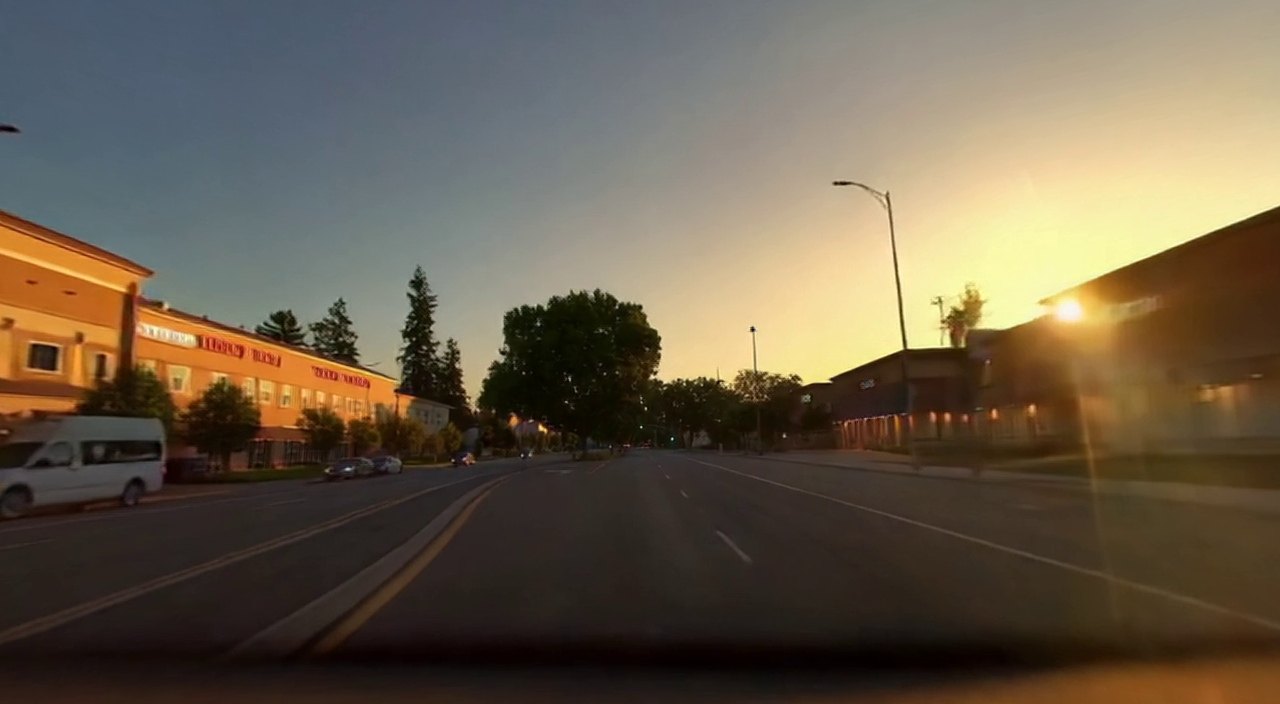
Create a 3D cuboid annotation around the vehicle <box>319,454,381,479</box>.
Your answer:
[{"bbox_3d":[-19.194,7.549,42.035,1.925,1.485,4.821,0,-9,-1],"label":"vehicle"}]

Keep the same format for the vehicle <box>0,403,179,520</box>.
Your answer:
[{"bbox_3d":[-19.270,3.549,20.809,2.834,3.225,6.752,-1,-9,2],"label":"vehicle"}]

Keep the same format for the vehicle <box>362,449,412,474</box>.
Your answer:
[{"bbox_3d":[-19.297,8.342,48.400,1.976,1.766,4.677,0,-9,-1],"label":"vehicle"}]
